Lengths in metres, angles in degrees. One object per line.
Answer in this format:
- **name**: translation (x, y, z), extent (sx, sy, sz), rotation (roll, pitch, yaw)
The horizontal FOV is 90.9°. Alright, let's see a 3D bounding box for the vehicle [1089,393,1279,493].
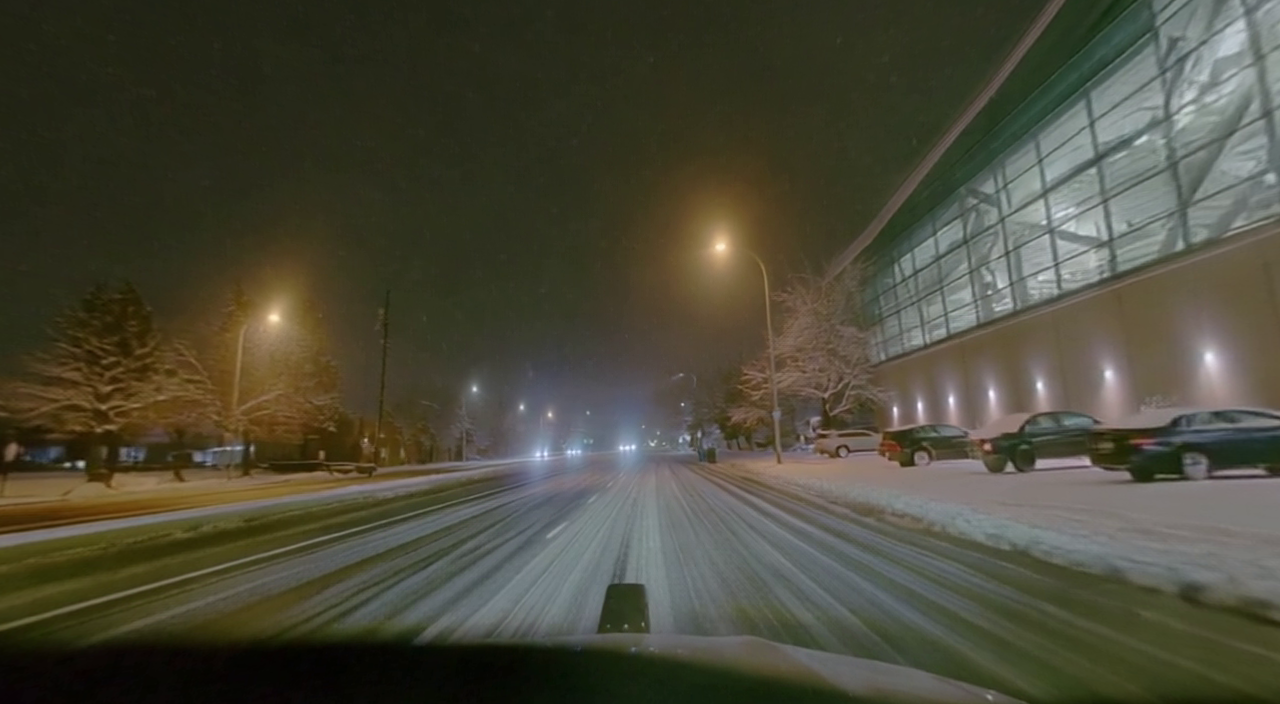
- **vehicle**: translation (12.073, 1.727, 12.634), extent (4.478, 1.578, 1.944), rotation (-6, -9, 1)

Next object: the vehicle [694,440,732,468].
- **vehicle**: translation (5.070, 7.153, 44.445), extent (2.078, 1.771, 5.174), rotation (2, -8, 1)

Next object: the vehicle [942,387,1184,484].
- **vehicle**: translation (12.061, 2.452, 18.300), extent (5.330, 1.917, 2.001), rotation (-8, -9, 0)
